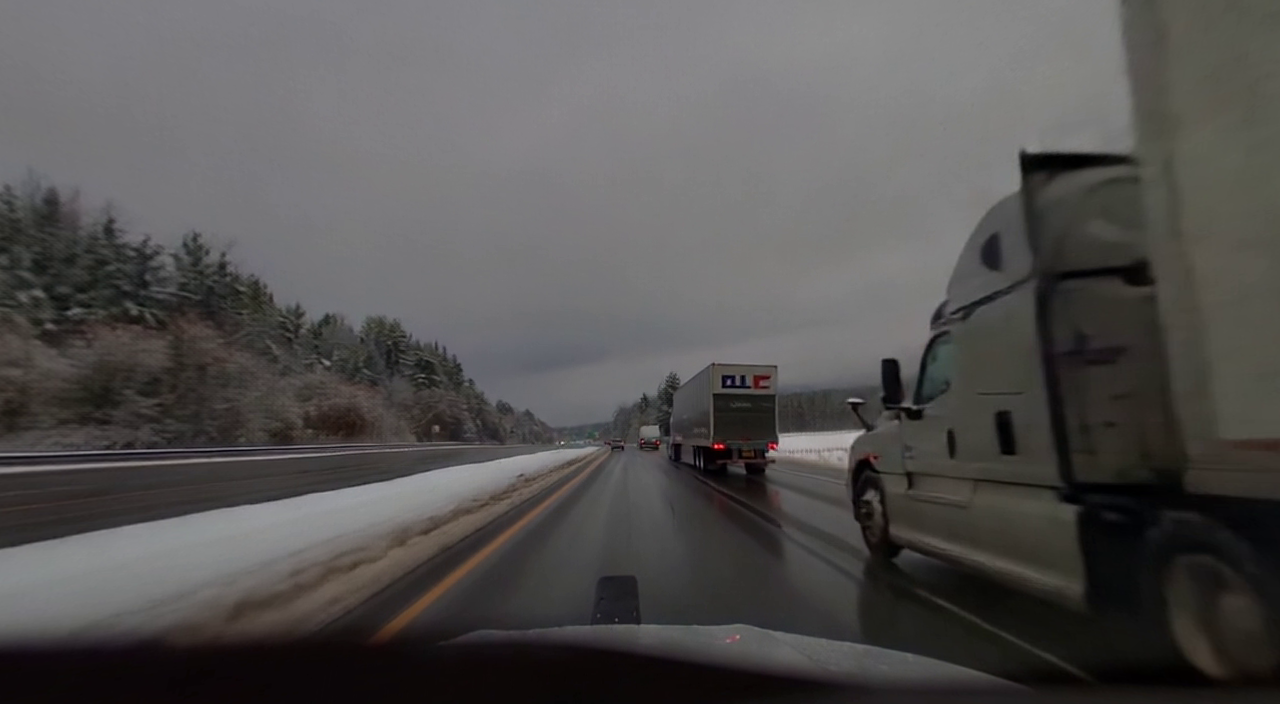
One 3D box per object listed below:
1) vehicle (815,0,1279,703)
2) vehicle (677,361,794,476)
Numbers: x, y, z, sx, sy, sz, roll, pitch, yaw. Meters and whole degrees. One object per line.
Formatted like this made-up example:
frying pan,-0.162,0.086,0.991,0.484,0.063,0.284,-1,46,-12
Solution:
vehicle,3.900,0.049,5.100,3.029,3.947,5.924,0,-8,-2
vehicle,3.786,3.328,29.454,2.871,4.072,14.183,0,-8,-2
